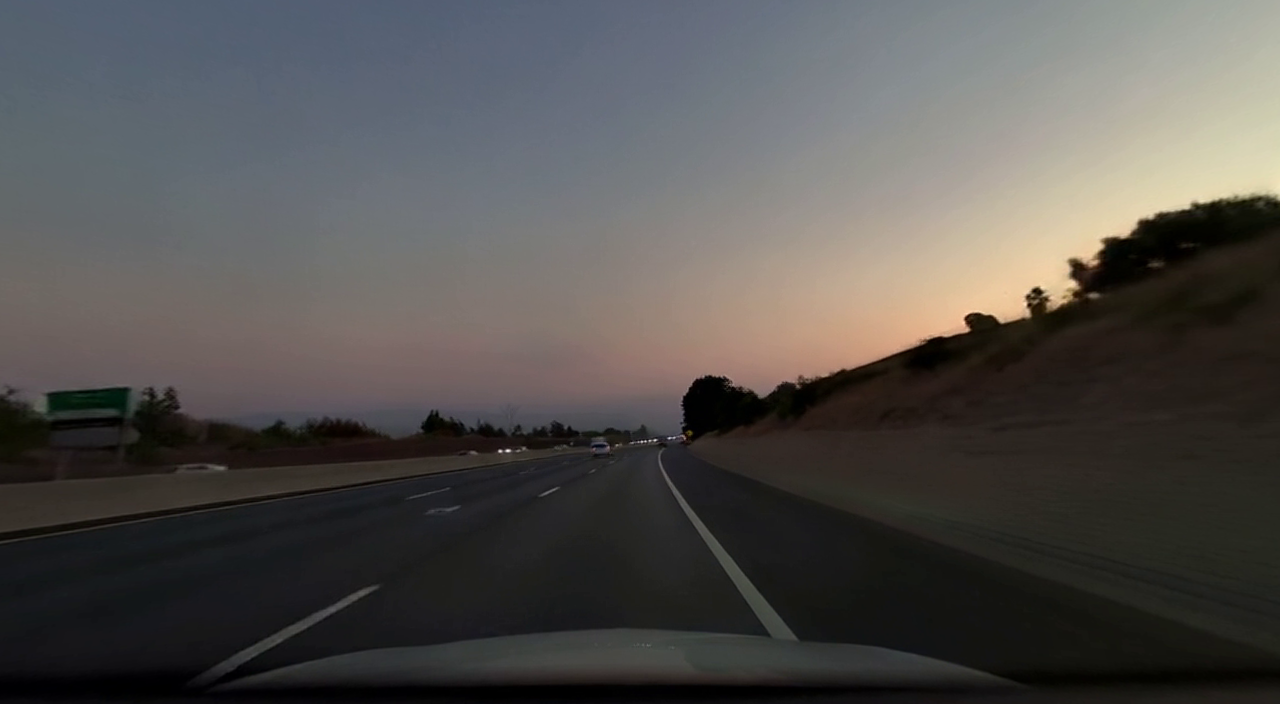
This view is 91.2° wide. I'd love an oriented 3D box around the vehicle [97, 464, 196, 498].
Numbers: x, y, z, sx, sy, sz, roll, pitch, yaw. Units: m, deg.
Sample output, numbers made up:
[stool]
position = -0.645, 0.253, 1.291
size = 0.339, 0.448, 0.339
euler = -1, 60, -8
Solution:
[vehicle]
position = -24.592, 6.411, 31.409
size = 1.756, 1.475, 3.880
euler = 0, -9, 1
